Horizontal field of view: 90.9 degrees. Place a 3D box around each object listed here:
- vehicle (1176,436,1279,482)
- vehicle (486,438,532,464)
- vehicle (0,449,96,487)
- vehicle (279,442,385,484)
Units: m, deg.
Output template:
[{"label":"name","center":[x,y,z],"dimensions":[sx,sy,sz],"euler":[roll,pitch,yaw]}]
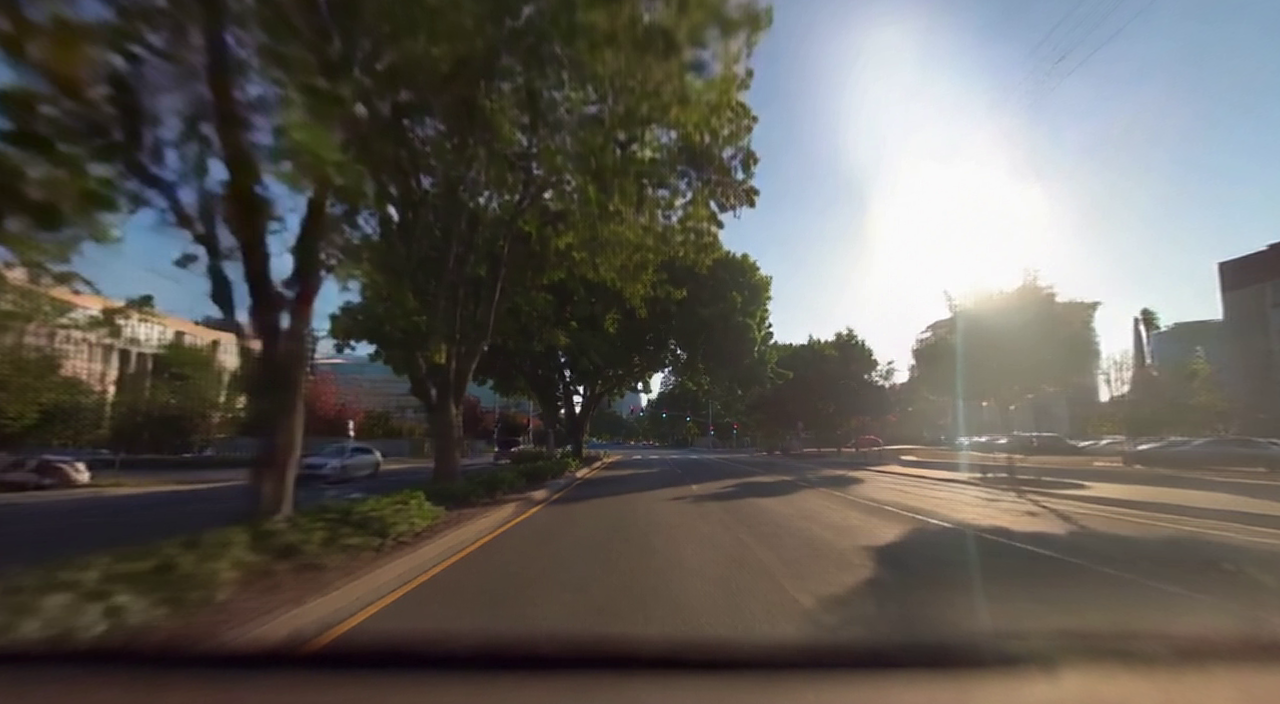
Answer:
[{"label":"vehicle","center":[21.354,3.650,21.682],"dimensions":[4.176,1.490,1.871],"euler":[0,-8,-3]},{"label":"vehicle","center":[-8.081,6.166,39.250],"dimensions":[1.936,1.525,4.214],"euler":[0,-8,1]},{"label":"vehicle","center":[-25.390,4.679,25.632],"dimensions":[4.663,1.464,1.906],"euler":[0,-8,-2]},{"label":"vehicle","center":[-11.617,4.193,24.160],"dimensions":[1.816,1.457,4.386],"euler":[0,-8,1]}]
